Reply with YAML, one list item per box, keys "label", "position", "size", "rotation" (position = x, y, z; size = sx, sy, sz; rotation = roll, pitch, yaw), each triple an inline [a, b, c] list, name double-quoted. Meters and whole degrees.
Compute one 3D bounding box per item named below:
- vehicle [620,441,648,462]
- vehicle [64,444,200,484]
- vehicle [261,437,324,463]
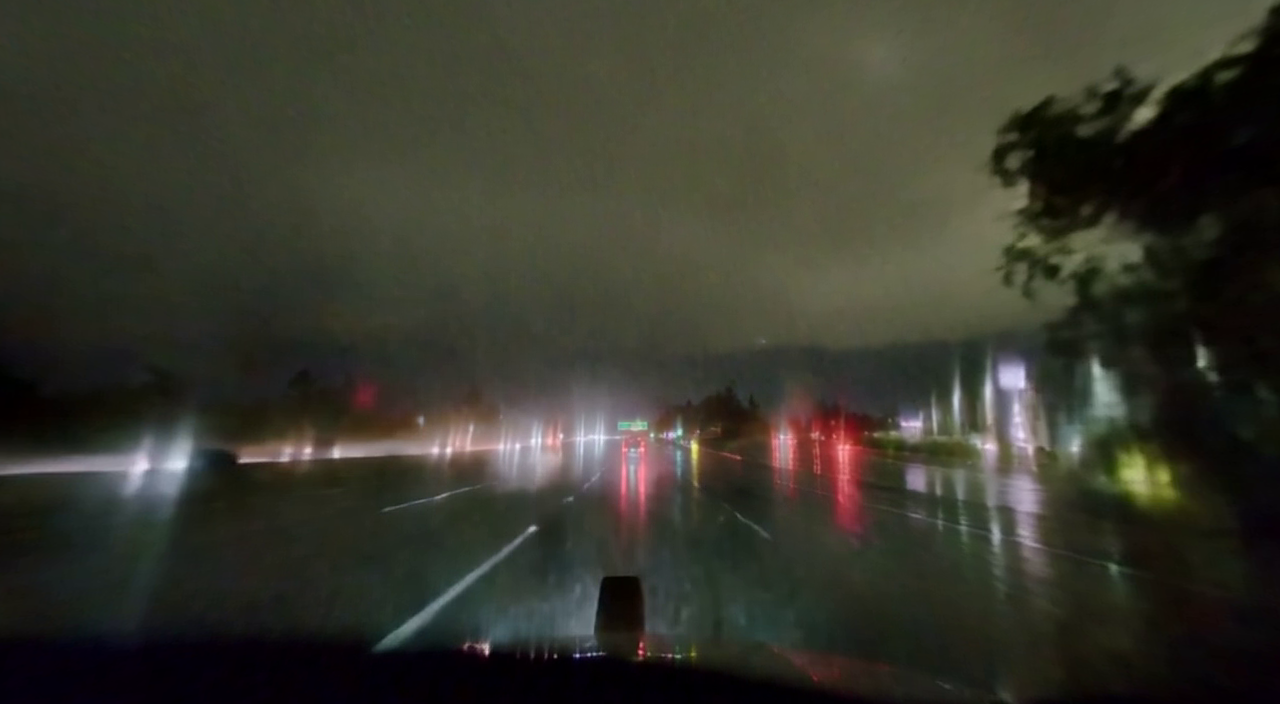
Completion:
- label: "vehicle"
  position: [-0.465, 7.517, 47.759]
  size: [2.025, 1.460, 4.189]
  rotation: [0, -9, -1]
- label: "vehicle"
  position: [-21.354, 4.717, 26.869]
  size: [1.955, 1.518, 4.625]
  rotation: [0, -9, -1]
- label: "vehicle"
  position: [-25.534, 7.216, 46.584]
  size: [2.017, 1.804, 4.556]
  rotation: [0, -9, 0]
